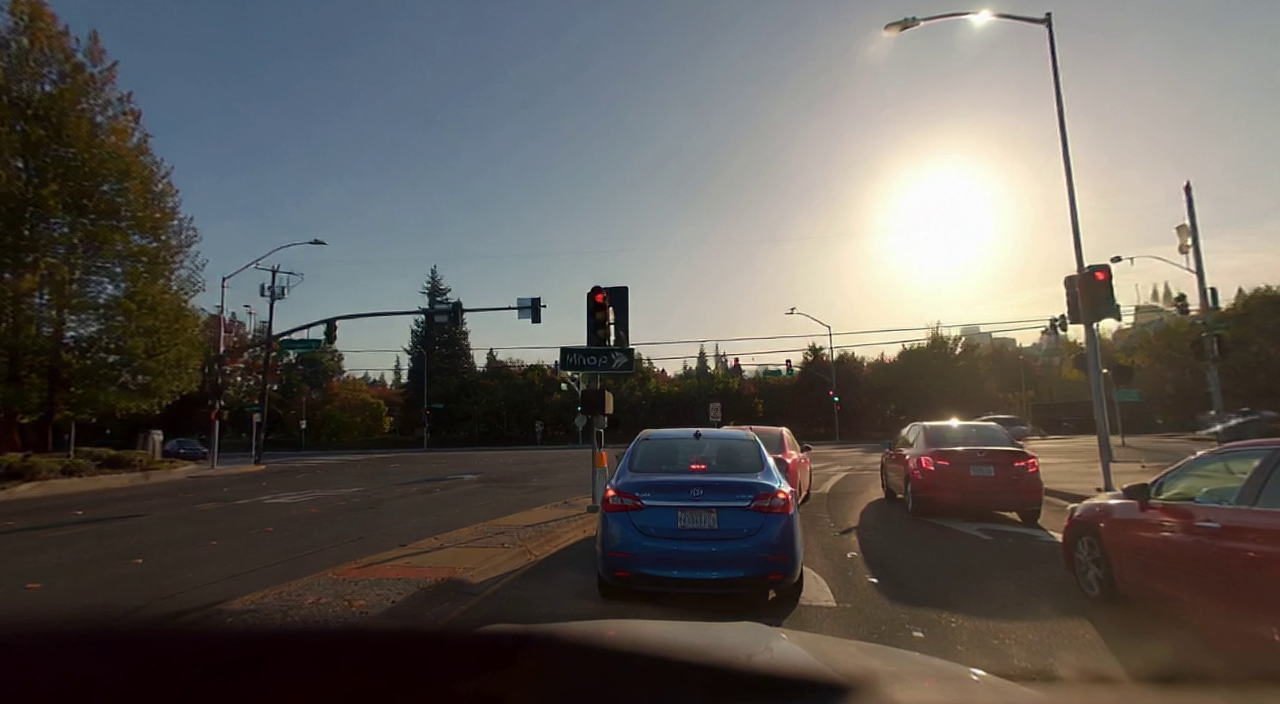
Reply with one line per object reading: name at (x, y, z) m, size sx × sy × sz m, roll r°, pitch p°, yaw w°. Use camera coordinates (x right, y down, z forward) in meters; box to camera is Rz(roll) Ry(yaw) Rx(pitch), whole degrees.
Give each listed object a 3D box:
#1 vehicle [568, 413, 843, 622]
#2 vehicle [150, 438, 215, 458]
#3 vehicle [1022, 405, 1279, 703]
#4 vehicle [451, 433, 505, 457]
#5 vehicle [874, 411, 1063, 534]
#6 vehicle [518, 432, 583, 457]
vehicle at (0.855, 1.498, 6.688) m, size 2.052 × 1.483 × 3.928 m, roll -2°, pitch -8°, yaw 12°
vehicle at (-35.403, 7.436, 48.630) m, size 1.652 × 1.433 × 3.733 m, roll -7°, pitch -11°, yaw 40°
vehicle at (4.241, 1.059, 3.369) m, size 1.954 × 1.508 × 4.441 m, roll -1°, pitch -8°, yaw 6°
vehicle at (-12.465, 7.122, 48.186) m, size 1.972 × 1.705 × 4.457 m, roll 8°, pitch -11°, yaw -44°
vehicle at (5.539, 2.045, 11.284) m, size 2.102 × 1.717 × 4.373 m, roll -2°, pitch -9°, yaw 16°
vehicle at (-5.963, 6.108, 41.555) m, size 1.932 × 1.573 × 4.509 m, roll 8°, pitch -12°, yaw -44°
